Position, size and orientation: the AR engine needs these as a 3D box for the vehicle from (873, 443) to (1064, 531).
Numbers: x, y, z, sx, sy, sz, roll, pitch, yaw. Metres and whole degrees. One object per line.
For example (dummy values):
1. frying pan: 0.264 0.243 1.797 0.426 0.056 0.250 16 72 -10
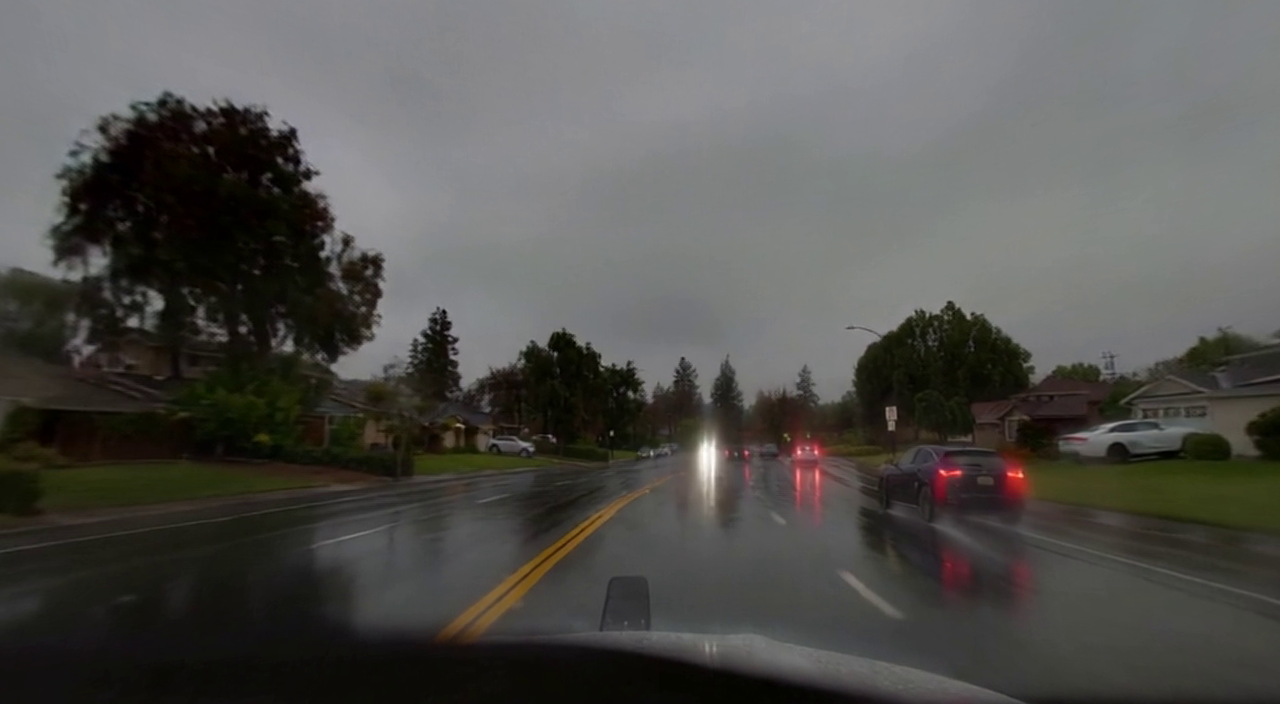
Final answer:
1. vehicle: 6.496 2.660 13.135 1.934 1.506 4.282 -1 -8 5

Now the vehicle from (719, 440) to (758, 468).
1. vehicle: 6.448 6.600 40.911 2.106 1.667 4.367 -2 -9 13

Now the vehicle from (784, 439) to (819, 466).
1. vehicle: 12.188 7.626 47.806 2.059 1.924 4.257 -1 -8 9
